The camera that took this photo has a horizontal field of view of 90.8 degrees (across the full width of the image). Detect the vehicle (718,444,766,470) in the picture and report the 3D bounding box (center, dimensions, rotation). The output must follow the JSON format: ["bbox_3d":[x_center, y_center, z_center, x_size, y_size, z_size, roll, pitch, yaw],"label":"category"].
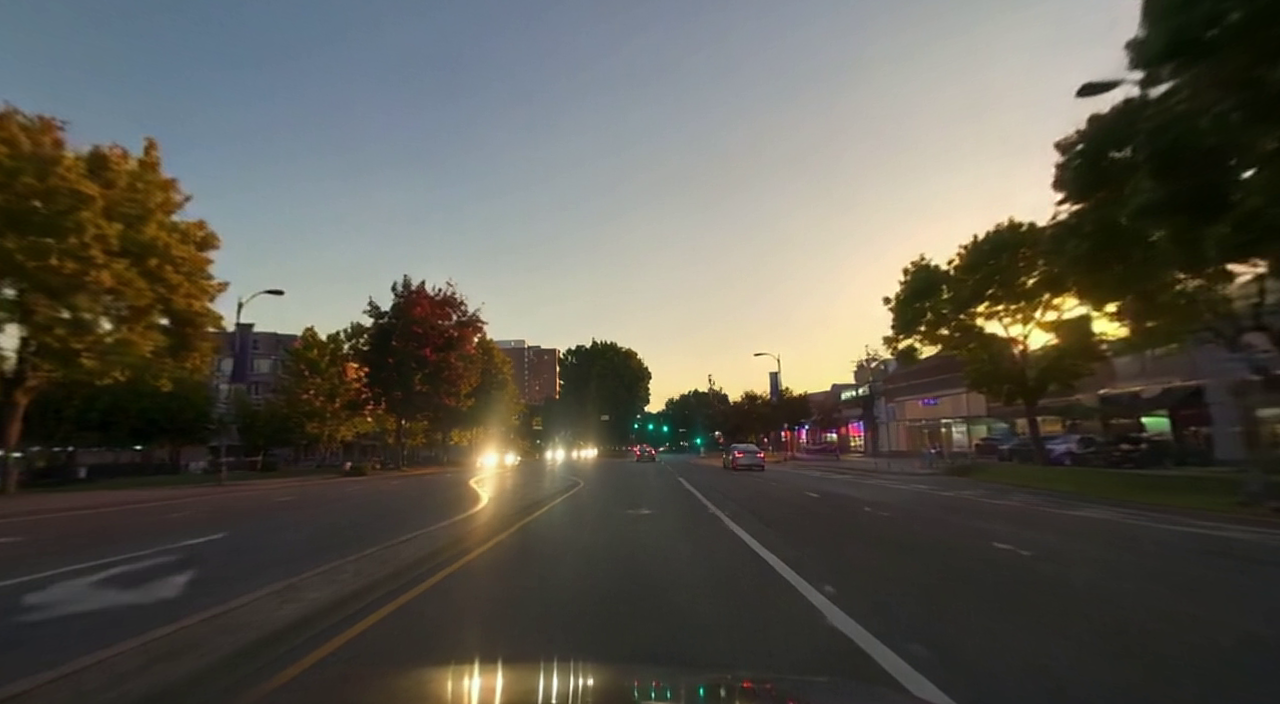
[{"bbox_3d":[6.289,6.513,39.472,2.024,1.475,4.600,0,-9,-2],"label":"vehicle"}]

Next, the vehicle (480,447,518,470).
[{"bbox_3d":[-9.953,7.529,44.884,1.676,1.469,4.362,0,-9,0],"label":"vehicle"}]
